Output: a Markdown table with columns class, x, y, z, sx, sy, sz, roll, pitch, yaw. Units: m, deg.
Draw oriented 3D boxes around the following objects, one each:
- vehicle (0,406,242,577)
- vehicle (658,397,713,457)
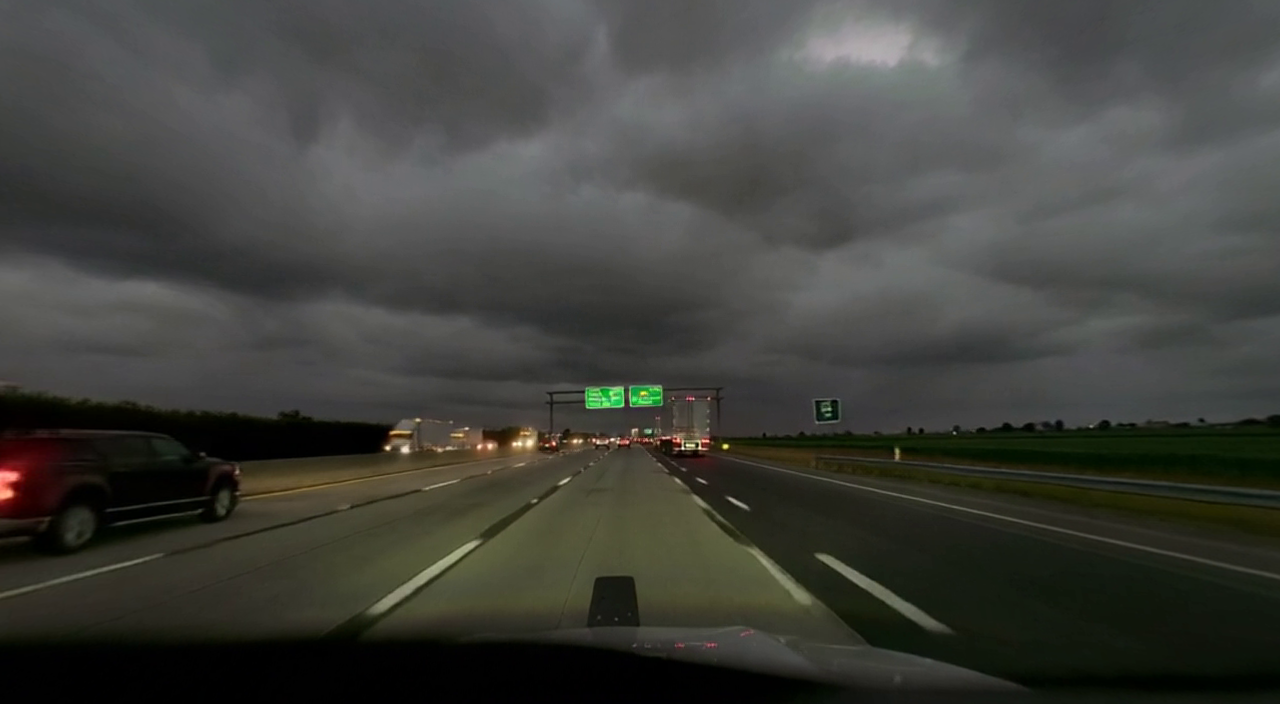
| class | x | y | z | sx | sy | sz | roll | pitch | yaw |
| --- | --- | --- | --- | --- | --- | --- | --- | --- | --- |
| vehicle | -7.211 | 1.525 | 7.393 | 2.076 | 1.636 | 4.597 | 0 | -8 | 0 |
| vehicle | 3.006 | 5.446 | 45.267 | 2.760 | 3.710 | 12.230 | 0 | -7 | -1 |
